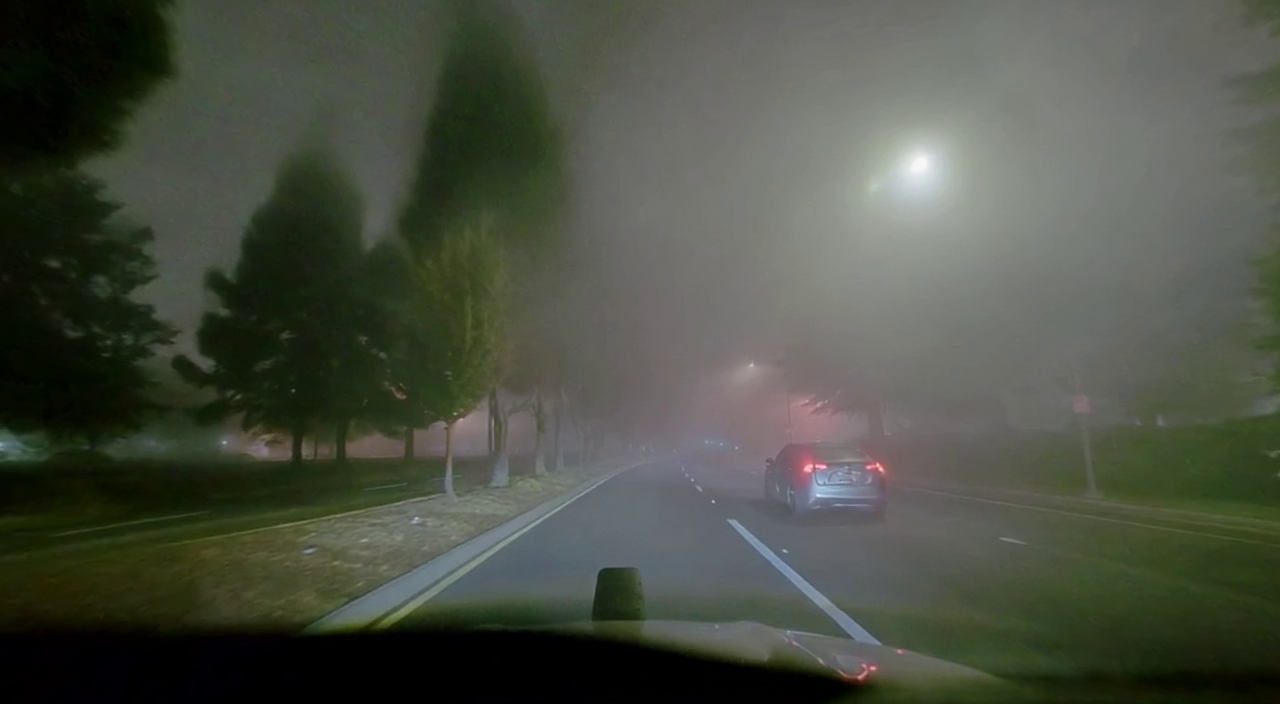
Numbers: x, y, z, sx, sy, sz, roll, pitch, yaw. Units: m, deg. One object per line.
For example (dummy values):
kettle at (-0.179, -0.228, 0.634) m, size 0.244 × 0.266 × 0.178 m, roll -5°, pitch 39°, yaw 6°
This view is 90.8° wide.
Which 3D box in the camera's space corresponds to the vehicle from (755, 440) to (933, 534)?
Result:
vehicle at (3.675, 2.502, 12.378) m, size 1.928 × 1.481 × 4.453 m, roll 0°, pitch -9°, yaw -1°
